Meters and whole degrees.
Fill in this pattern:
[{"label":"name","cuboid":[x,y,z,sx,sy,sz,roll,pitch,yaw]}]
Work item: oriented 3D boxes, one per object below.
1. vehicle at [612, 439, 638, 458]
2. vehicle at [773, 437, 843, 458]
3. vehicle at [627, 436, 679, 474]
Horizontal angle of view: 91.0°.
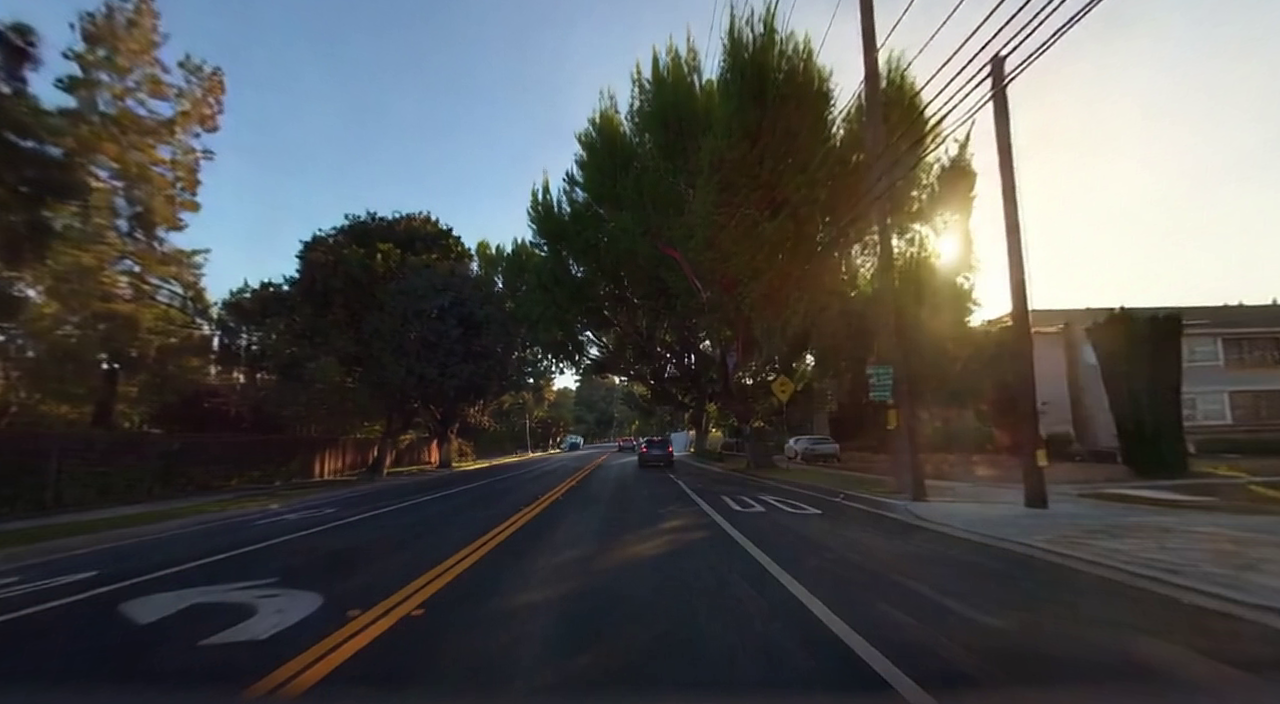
[{"label":"vehicle","cuboid":[-1.153,7.573,49.342,1.927,1.453,3.848,0,-8,-1]},{"label":"vehicle","cuboid":[12.244,6.983,46.051,4.551,1.465,1.927,0,-8,1]},{"label":"vehicle","cuboid":[0.465,4.345,26.773,1.975,1.497,3.647,0,-8,-3]}]
